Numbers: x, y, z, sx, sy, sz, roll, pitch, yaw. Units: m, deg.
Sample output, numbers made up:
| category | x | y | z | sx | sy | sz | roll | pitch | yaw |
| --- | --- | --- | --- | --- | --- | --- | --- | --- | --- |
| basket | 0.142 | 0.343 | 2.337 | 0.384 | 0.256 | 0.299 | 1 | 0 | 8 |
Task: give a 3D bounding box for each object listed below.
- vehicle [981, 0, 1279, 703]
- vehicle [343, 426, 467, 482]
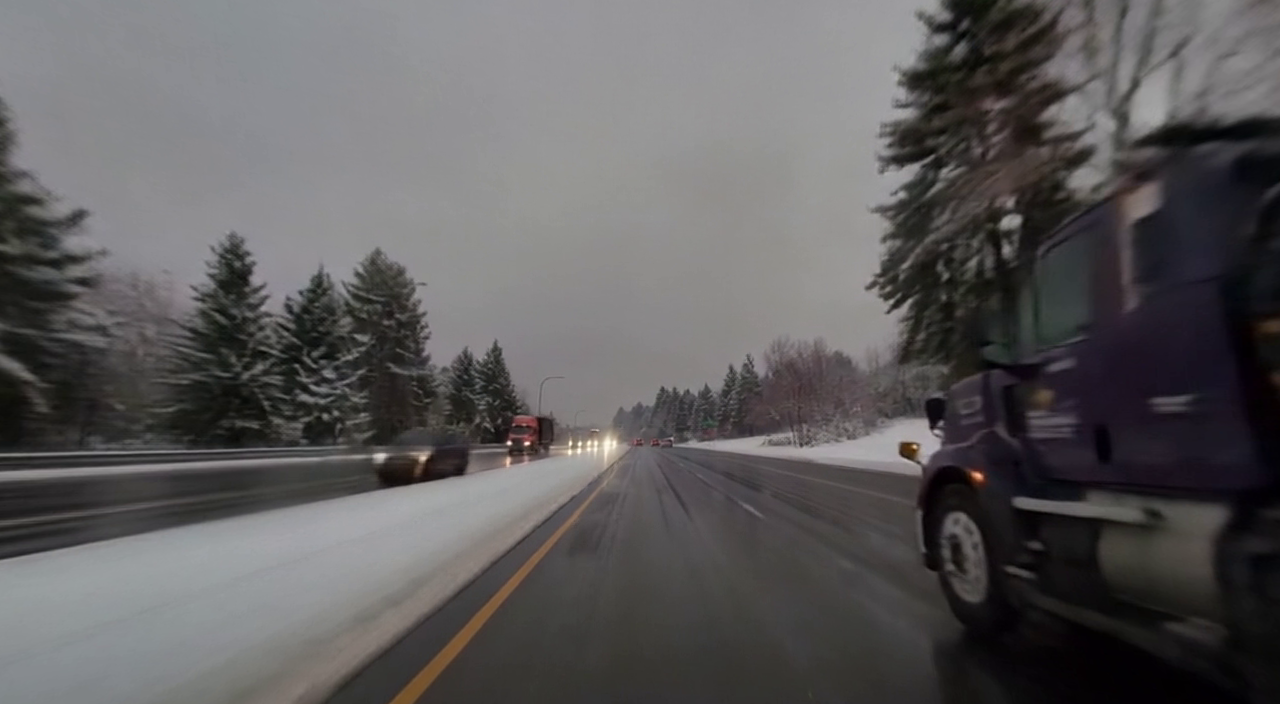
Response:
| category | x | y | z | sx | sy | sz | roll | pitch | yaw |
| --- | --- | --- | --- | --- | --- | --- | --- | --- | --- |
| vehicle | 4.060 | -0.476 | 1.088 | 3.057 | 4.041 | 6.788 | 0 | -8 | 1 |
| vehicle | -7.490 | 3.306 | 20.694 | 2.112 | 1.626 | 4.815 | 0 | -8 | 1 |
